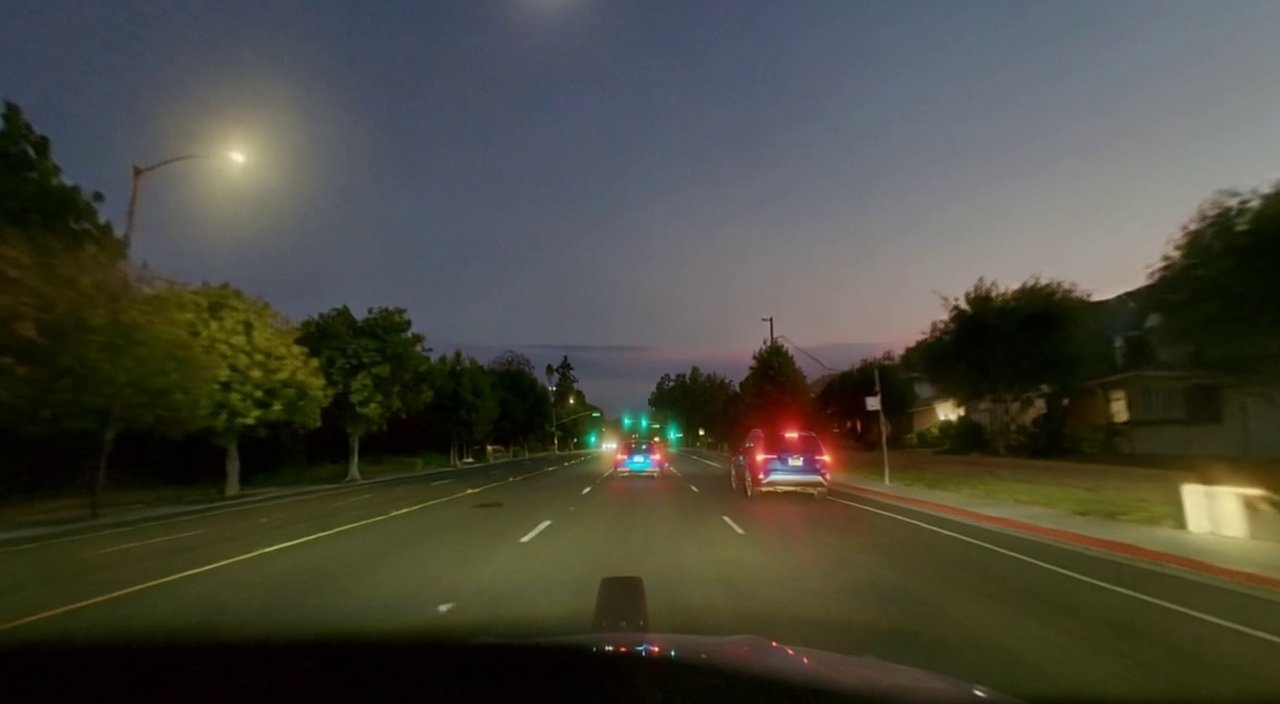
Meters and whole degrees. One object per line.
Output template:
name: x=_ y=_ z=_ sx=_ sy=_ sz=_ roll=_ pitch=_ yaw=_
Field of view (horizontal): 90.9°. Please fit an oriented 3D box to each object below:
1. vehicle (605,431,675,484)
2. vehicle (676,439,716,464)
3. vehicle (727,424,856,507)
vehicle: x=0.021 y=3.635 z=22.009 sx=2.200 sy=1.653 sz=4.127 roll=0 pitch=-8 yaw=1
vehicle: x=3.530 y=6.365 z=40.504 sx=2.099 sy=1.463 sz=4.130 roll=0 pitch=-8 yaw=-1
vehicle: x=3.483 y=2.703 z=15.508 sx=2.024 sy=1.711 sz=4.512 roll=0 pitch=-8 yaw=0
